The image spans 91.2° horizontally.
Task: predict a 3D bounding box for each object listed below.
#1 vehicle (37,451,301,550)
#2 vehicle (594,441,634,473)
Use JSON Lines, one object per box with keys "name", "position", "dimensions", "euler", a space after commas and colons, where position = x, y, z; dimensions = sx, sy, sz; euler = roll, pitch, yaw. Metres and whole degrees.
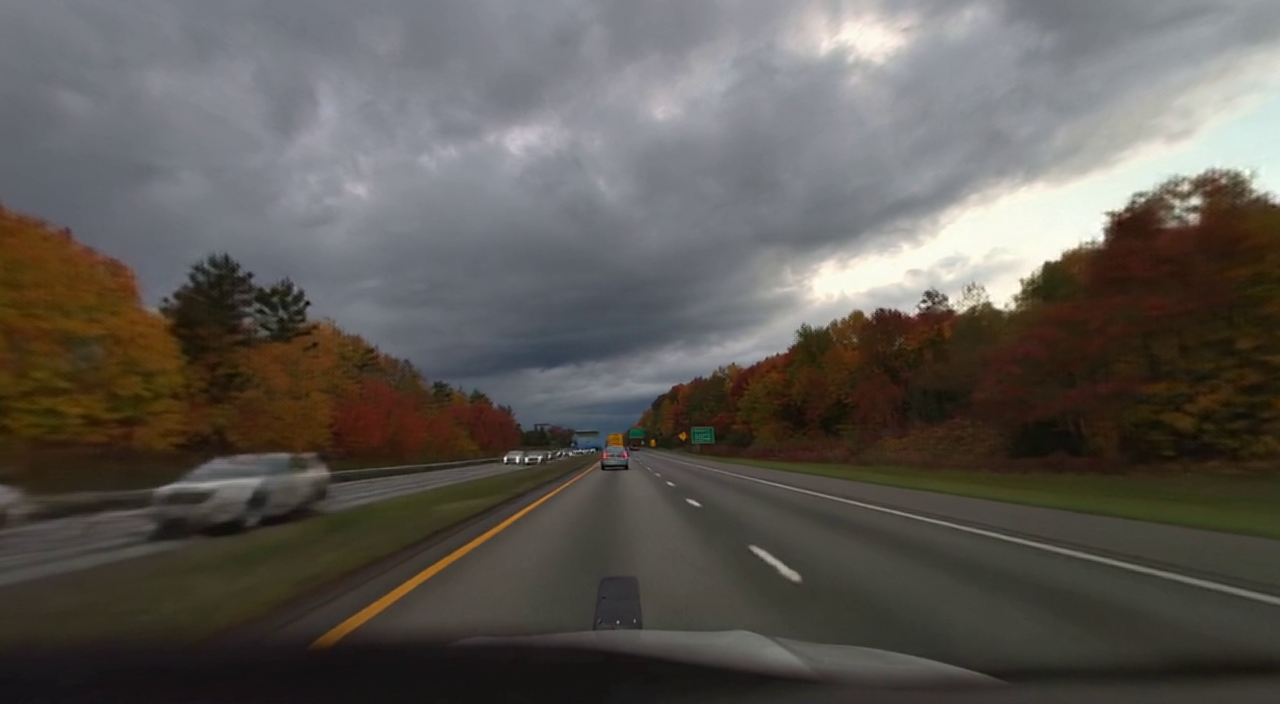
{"name": "vehicle", "position": [-9.251, 2.889, 12.949], "dimensions": [2.076, 1.635, 4.399], "euler": [0, -9, -2]}
{"name": "vehicle", "position": [-1.498, 6.032, 36.218], "dimensions": [2.168, 1.705, 4.272], "euler": [0, -9, -2]}
